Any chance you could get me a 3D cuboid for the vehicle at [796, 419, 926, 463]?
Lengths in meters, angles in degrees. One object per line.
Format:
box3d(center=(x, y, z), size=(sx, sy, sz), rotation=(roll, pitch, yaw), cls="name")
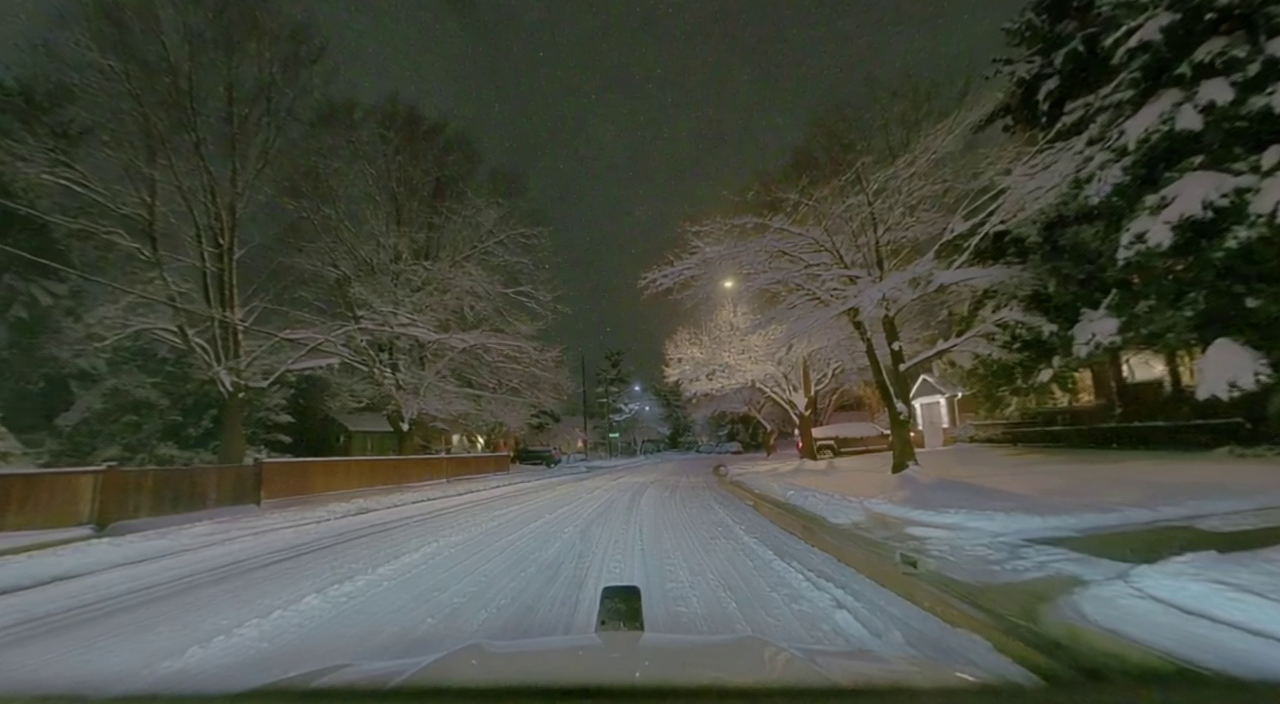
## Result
box3d(center=(11.594, 4.764, 33.640), size=(6.053, 2.240, 2.582), rotation=(-1, -9, 7), cls="vehicle")
